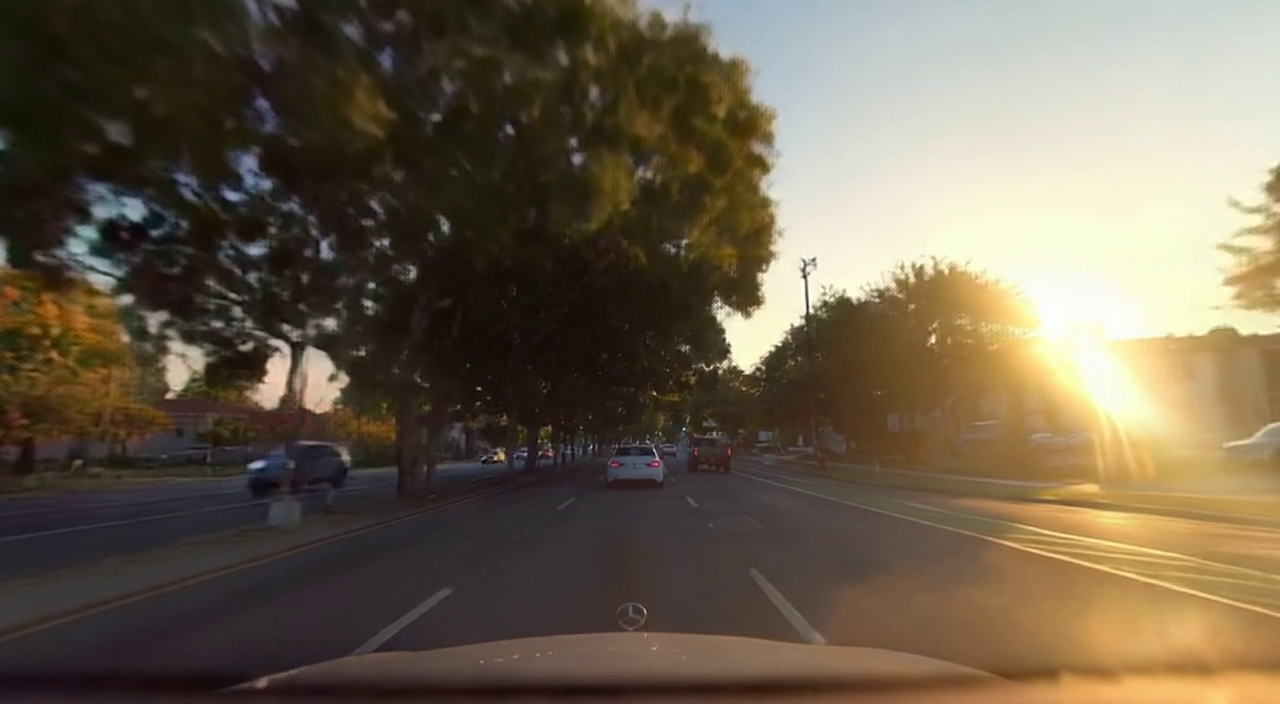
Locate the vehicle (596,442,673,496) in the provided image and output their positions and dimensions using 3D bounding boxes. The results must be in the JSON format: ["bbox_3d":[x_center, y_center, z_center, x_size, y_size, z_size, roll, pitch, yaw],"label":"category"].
[{"bbox_3d":[-0.139,3.534,19.556,2.140,1.474,4.026,0,-8,0],"label":"vehicle"}]

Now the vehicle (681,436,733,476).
[{"bbox_3d":[3.247,5.125,31.377,2.073,1.822,4.276,0,-8,0],"label":"vehicle"}]

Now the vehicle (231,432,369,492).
[{"bbox_3d":[-11.751,3.814,22.216,2.370,1.892,4.343,0,-8,1],"label":"vehicle"}]

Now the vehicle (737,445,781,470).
[{"bbox_3d":[7.749,6.906,41.431,1.980,1.497,4.345,0,-8,0],"label":"vehicle"}]
